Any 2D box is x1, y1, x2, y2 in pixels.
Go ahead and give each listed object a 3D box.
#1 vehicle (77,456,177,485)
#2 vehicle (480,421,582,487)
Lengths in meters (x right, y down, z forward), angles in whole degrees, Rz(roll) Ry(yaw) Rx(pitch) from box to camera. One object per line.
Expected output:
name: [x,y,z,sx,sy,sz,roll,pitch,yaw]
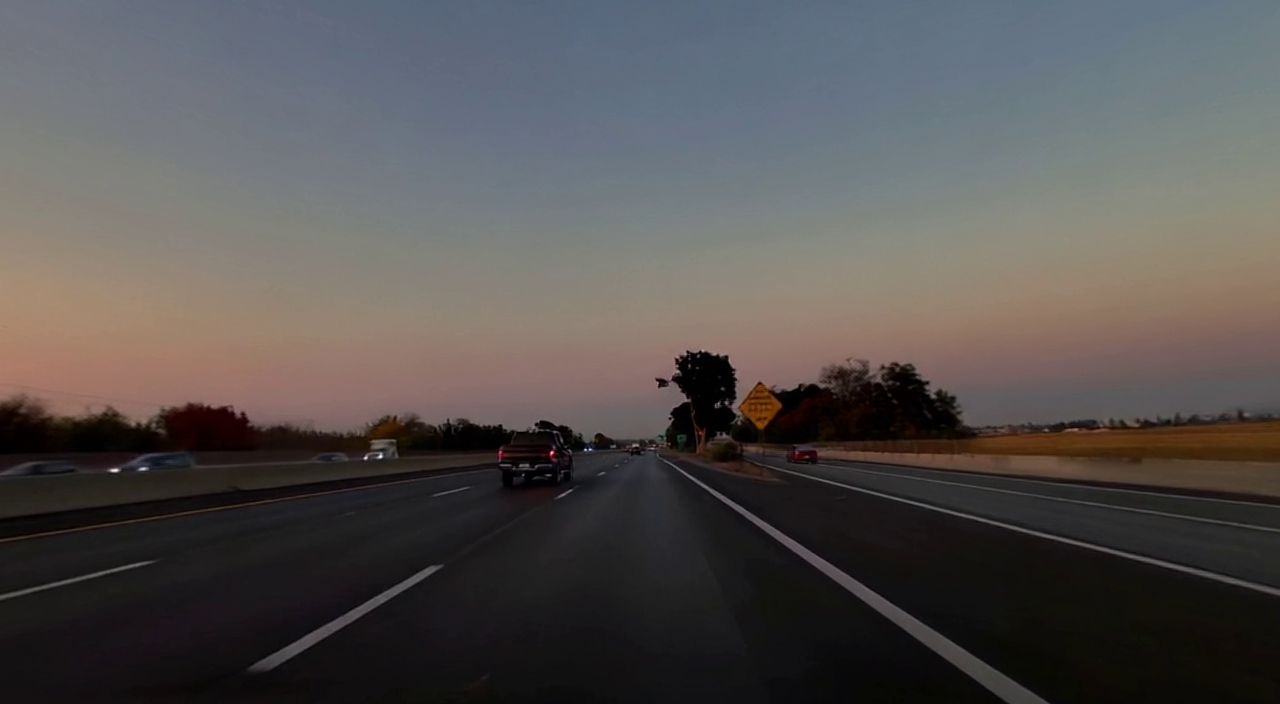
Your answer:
vehicle: [-28.724,6.619,35.497,1.785,1.477,4.527,0,-8,0]
vehicle: [-3.764,3.692,23.160,2.601,2.084,6.068,0,-8,0]
